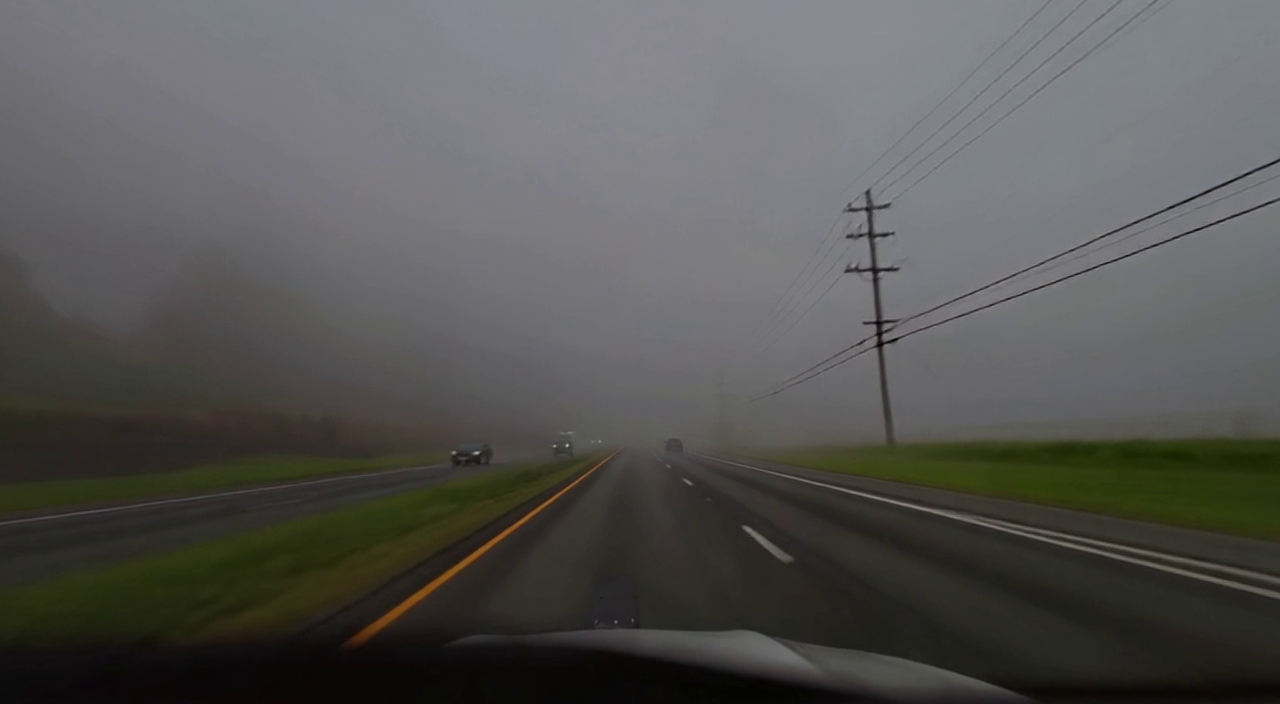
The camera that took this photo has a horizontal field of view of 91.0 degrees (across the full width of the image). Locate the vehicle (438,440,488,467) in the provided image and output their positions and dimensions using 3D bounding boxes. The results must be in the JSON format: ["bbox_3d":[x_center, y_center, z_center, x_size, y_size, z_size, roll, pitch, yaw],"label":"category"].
[{"bbox_3d":[-11.471,6.608,41.108,1.954,1.613,4.429,-1,-8,0],"label":"vehicle"}]
